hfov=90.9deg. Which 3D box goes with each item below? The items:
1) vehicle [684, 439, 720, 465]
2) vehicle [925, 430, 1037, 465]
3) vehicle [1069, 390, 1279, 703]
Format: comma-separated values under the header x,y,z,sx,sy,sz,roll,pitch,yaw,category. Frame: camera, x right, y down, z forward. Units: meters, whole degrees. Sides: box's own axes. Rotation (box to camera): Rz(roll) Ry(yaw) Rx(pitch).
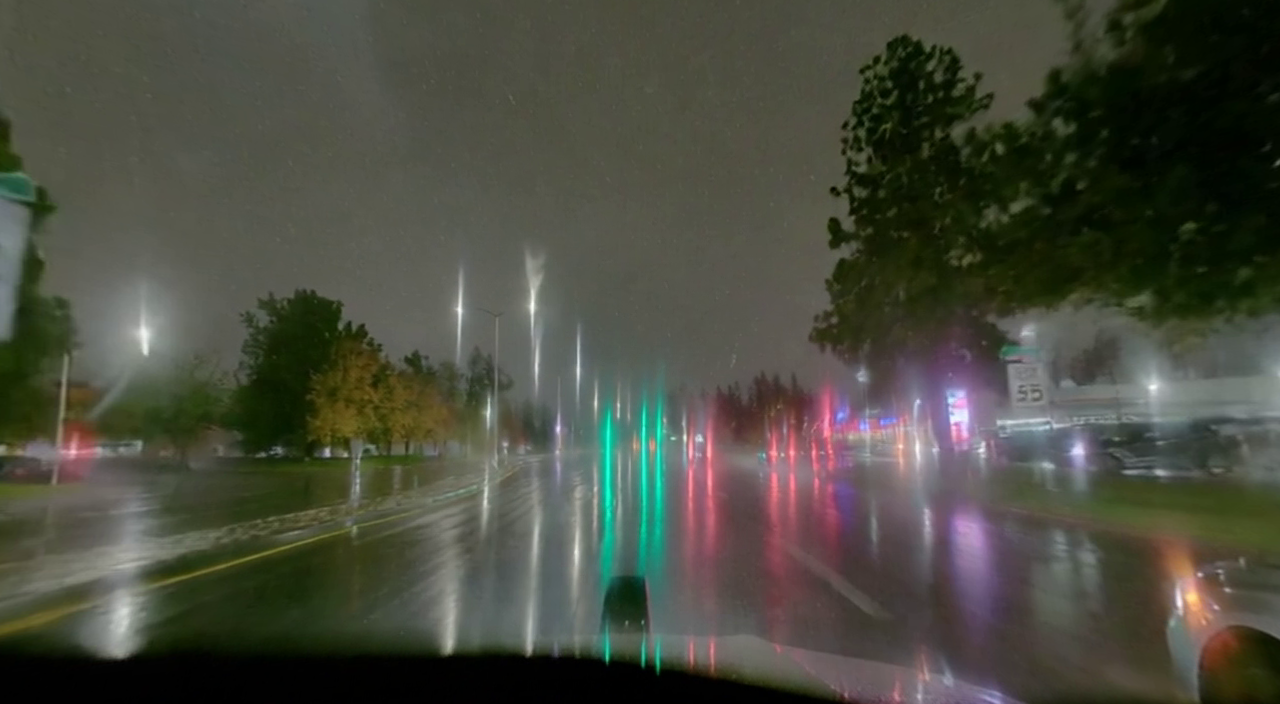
x,y,z,sx,sy,sz,roll,pitch,yaw,category
4.269,6.936,43.921,2.007,1.683,4.171,0,-8,-1,vehicle
17.442,4.911,32.435,4.475,1.739,2.151,0,-8,-1,vehicle
3.518,0.741,1.265,1.995,1.528,4.732,0,-8,0,vehicle
